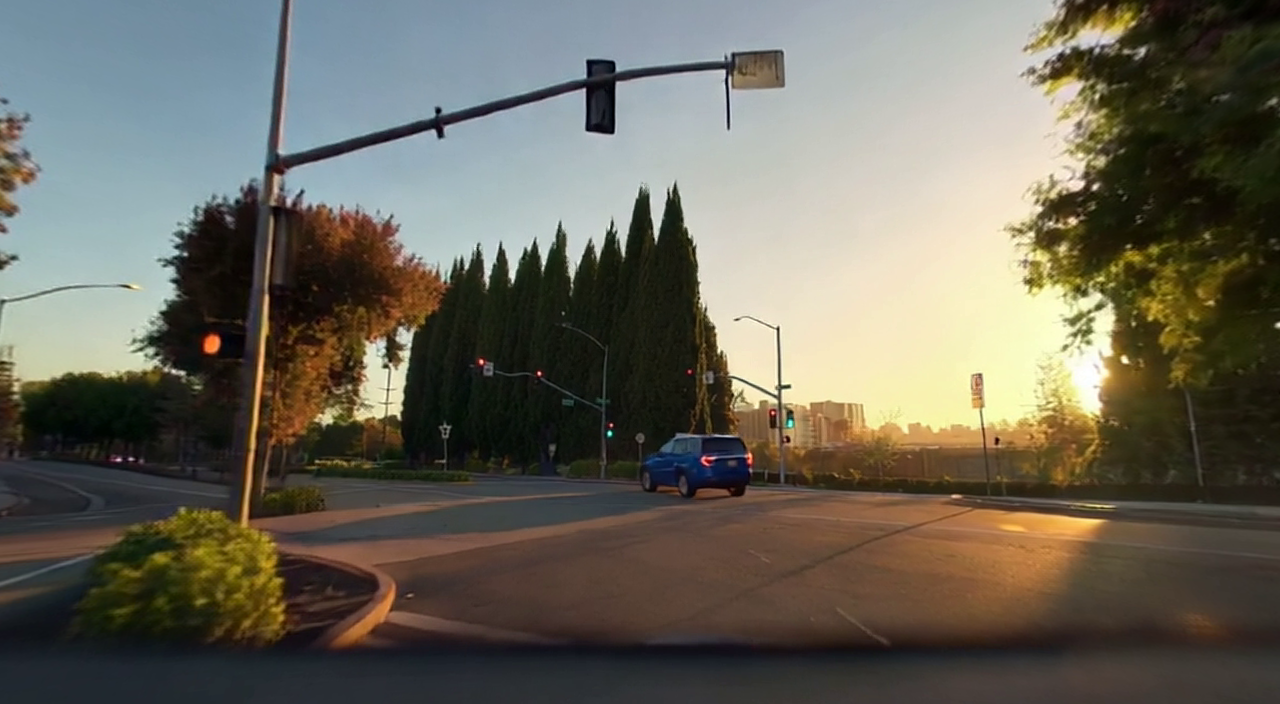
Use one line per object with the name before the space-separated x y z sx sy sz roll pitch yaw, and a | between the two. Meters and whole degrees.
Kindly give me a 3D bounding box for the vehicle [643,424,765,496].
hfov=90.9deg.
vehicle | 1.629 3.071 18.309 2.284 1.788 4.871 1 -8 -10
